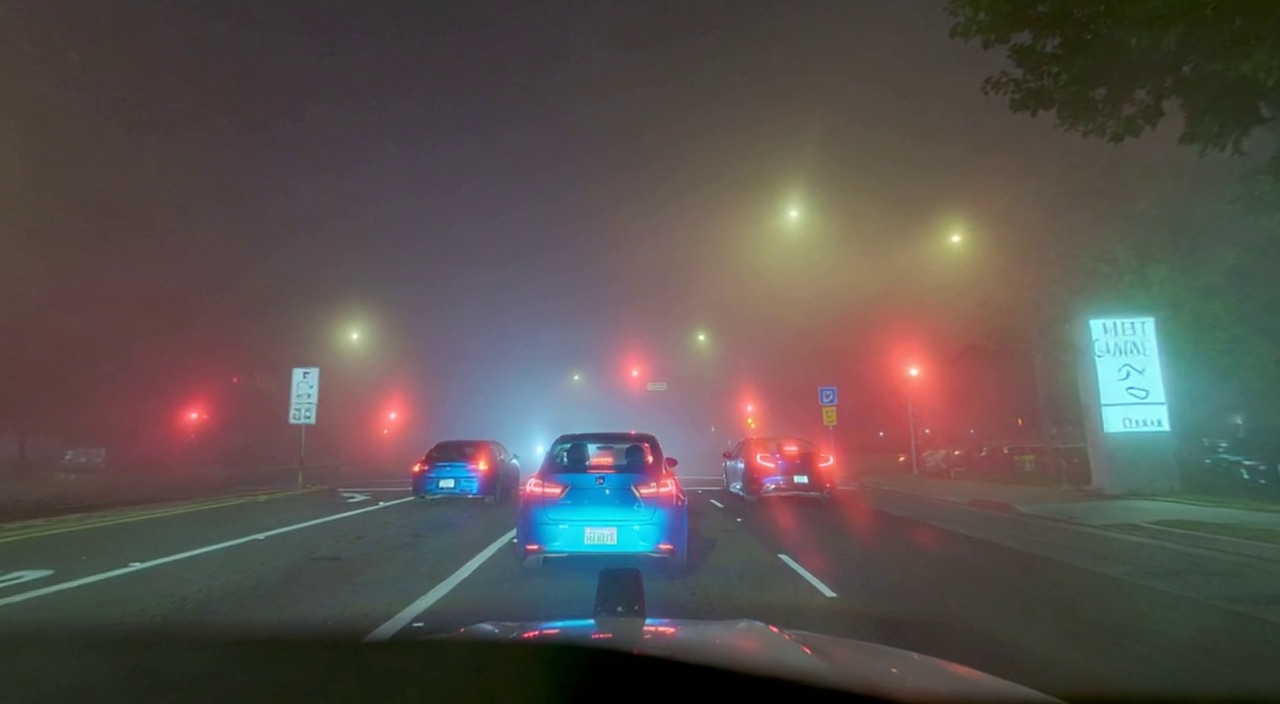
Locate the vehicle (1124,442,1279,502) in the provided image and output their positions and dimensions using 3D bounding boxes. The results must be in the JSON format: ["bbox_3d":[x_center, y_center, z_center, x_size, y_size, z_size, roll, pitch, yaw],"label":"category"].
[{"bbox_3d":[15.182,3.035,16.272,3.951,1.418,1.842,0,-8,-3],"label":"vehicle"}]

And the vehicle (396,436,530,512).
[{"bbox_3d":[-3.780,2.658,14.255,1.998,1.452,3.773,0,-8,-1],"label":"vehicle"}]

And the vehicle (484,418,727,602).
[{"bbox_3d":[-0.353,1.645,7.506,2.045,1.533,4.183,0,-8,-2],"label":"vehicle"}]

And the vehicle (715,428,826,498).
[{"bbox_3d":[3.421,3.012,17.511,2.028,1.678,4.220,0,-8,-2],"label":"vehicle"}]

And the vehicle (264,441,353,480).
[{"bbox_3d":[-16.441,5.393,31.629,2.101,1.776,4.550,0,-8,-2],"label":"vehicle"}]

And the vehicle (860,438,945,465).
[{"bbox_3d":[16.088,6.091,38.846,4.419,1.619,1.894,1,-9,-8],"label":"vehicle"}]
